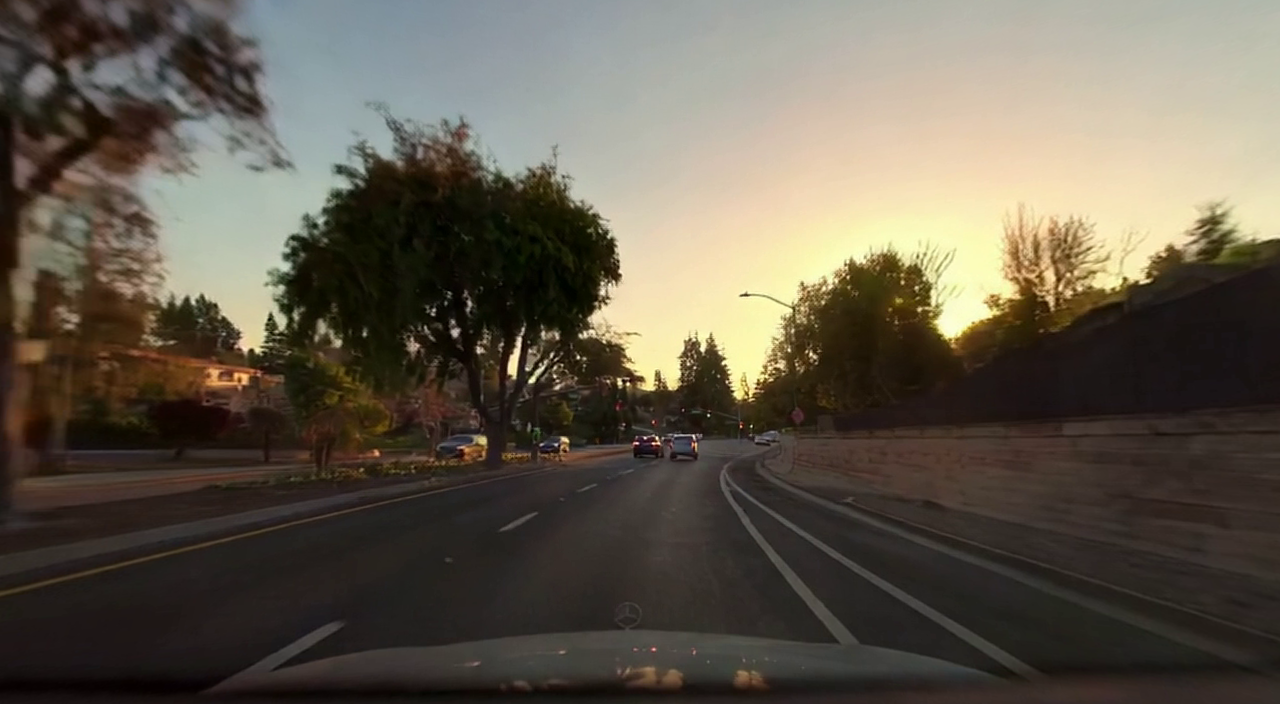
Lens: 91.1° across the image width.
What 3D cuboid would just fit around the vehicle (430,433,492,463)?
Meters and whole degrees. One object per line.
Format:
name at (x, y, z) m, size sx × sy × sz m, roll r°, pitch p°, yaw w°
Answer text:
vehicle at (-11.043, 6.000, 39.150) m, size 2.111 × 1.751 × 4.757 m, roll -1°, pitch -9°, yaw 5°

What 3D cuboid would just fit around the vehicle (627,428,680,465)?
vehicle at (0.787, 5.044, 33.536) m, size 2.152 × 1.822 × 4.391 m, roll -1°, pitch -9°, yaw 10°
